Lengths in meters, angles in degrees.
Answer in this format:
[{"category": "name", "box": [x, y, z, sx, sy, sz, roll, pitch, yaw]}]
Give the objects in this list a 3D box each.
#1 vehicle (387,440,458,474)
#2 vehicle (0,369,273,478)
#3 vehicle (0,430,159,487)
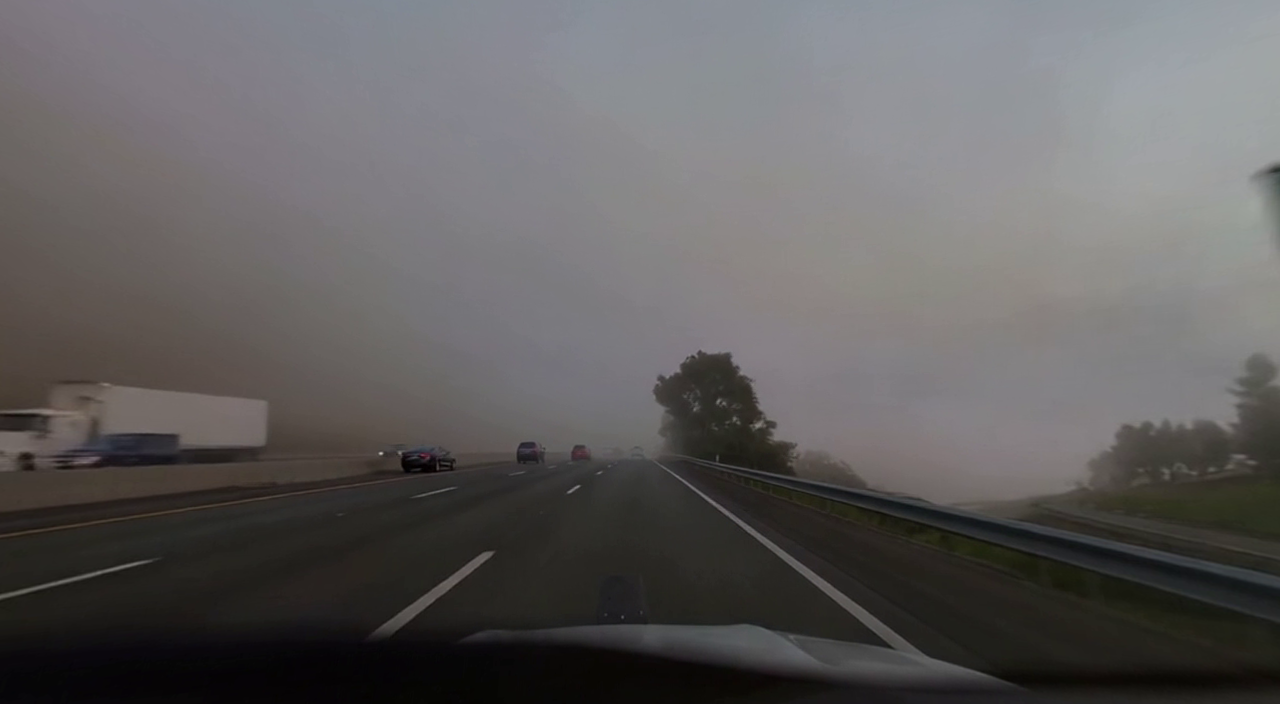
[{"category": "vehicle", "box": [-11.058, 5.346, 32.317, 2.001, 1.625, 4.528, 0, -8, 0]}, {"category": "vehicle", "box": [-21.944, 3.417, 28.398, 2.931, 3.787, 12.999, 0, -8, 0]}, {"category": "vehicle", "box": [-17.570, 3.225, 19.391, 1.940, 1.542, 4.410, 0, -8, 0]}]
